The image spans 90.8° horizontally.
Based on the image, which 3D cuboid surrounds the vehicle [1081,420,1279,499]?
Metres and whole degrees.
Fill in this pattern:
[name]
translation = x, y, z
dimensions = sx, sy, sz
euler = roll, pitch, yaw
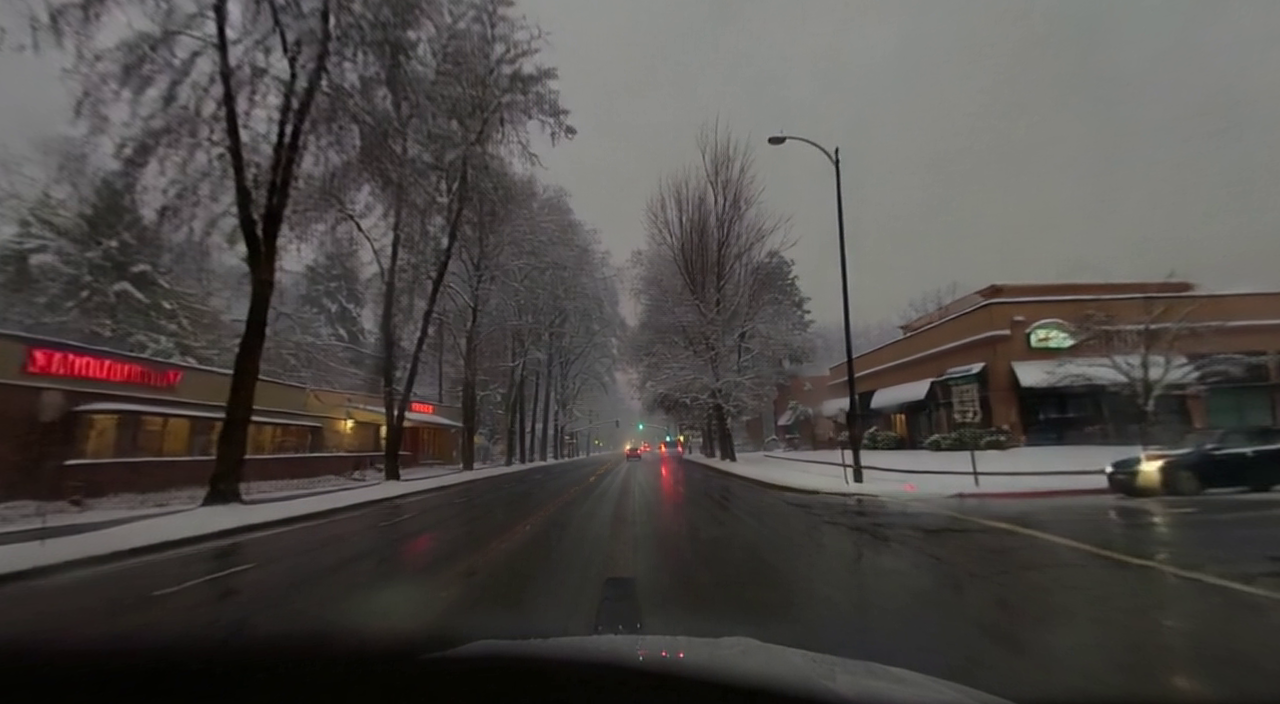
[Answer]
[vehicle]
translation = 11.828, 2.140, 12.697
dimensions = 4.404, 1.445, 1.844
euler = -1, -9, 7
